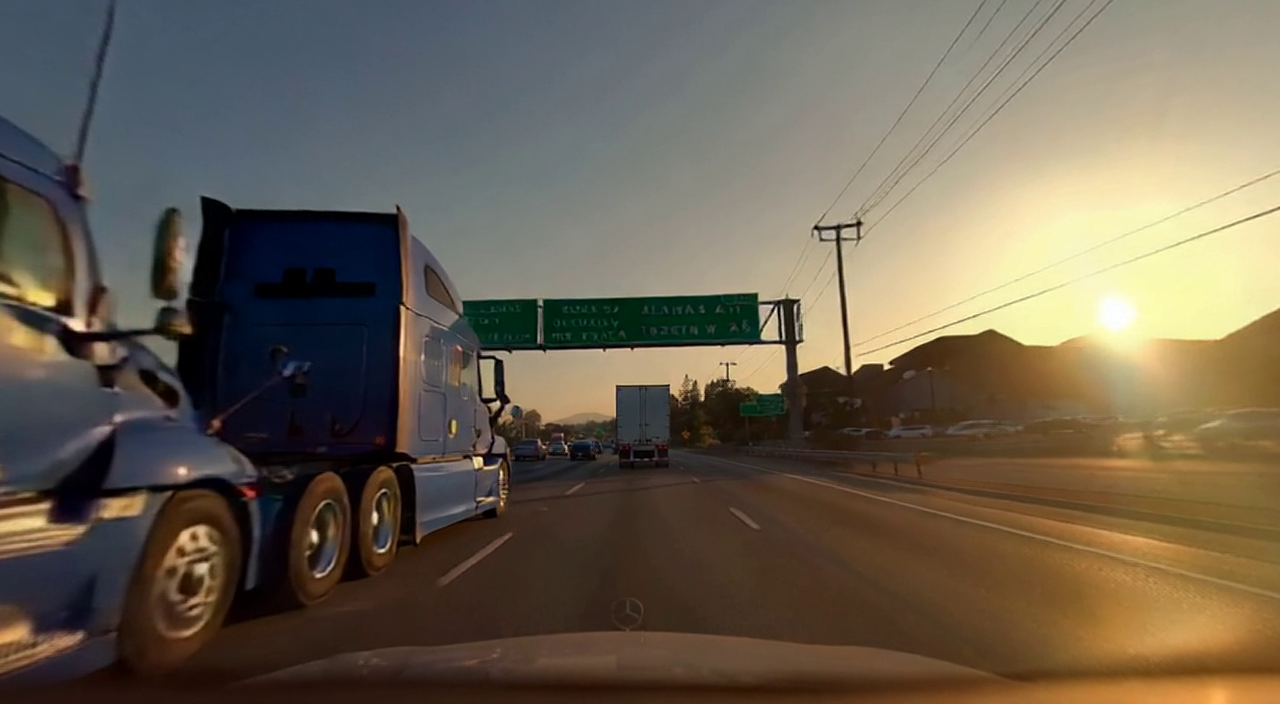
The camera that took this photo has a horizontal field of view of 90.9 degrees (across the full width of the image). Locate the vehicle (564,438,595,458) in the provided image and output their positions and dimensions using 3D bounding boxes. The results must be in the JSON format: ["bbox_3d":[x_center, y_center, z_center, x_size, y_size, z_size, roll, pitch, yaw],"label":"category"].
[{"bbox_3d":[-4.557,7.320,48.062,1.933,1.459,4.478,0,-9,-1],"label":"vehicle"}]

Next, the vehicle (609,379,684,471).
[{"bbox_3d":[0.266,3.614,29.922,2.941,3.604,9.851,0,-9,0],"label":"vehicle"}]

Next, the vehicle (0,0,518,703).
[{"bbox_3d":[-3.891,0.405,7.576,3.061,3.891,8.658,0,-9,0],"label":"vehicle"}]

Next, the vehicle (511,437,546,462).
[{"bbox_3d":[-7.163,6.290,40.712,1.736,1.580,2.778,0,-9,0],"label":"vehicle"}]
